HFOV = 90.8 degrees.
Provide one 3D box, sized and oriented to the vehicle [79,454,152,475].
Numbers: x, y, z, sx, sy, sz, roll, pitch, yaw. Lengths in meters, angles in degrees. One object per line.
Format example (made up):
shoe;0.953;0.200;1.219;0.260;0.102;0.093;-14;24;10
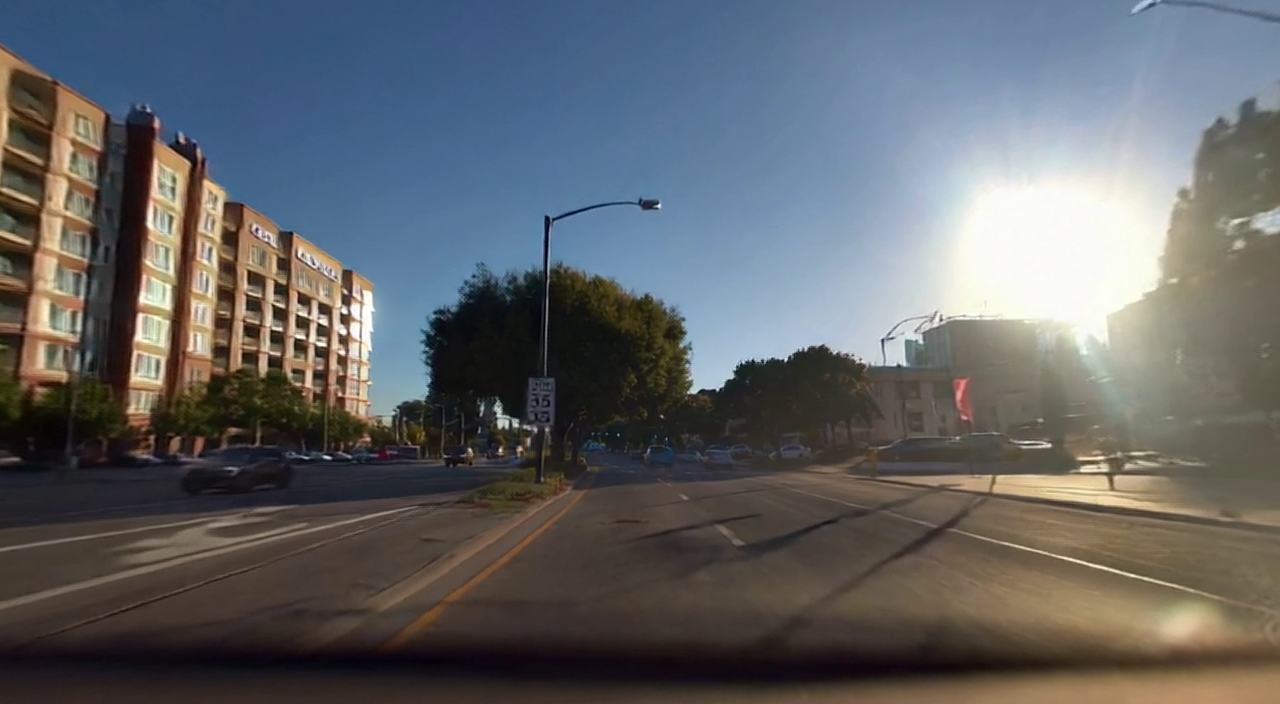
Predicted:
vehicle;-40.001;8.548;48.343;1.789;1.445;4.752;0;-9;-5

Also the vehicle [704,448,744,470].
vehicle;5.760;7.396;43.984;1.932;1.439;4.159;0;-9;-4

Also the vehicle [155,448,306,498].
vehicle;-13.430;3.954;21.145;1.946;1.441;4.661;0;-9;0

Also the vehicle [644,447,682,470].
vehicle;1.493;7.267;43.261;2.020;1.479;4.650;0;-9;-5
